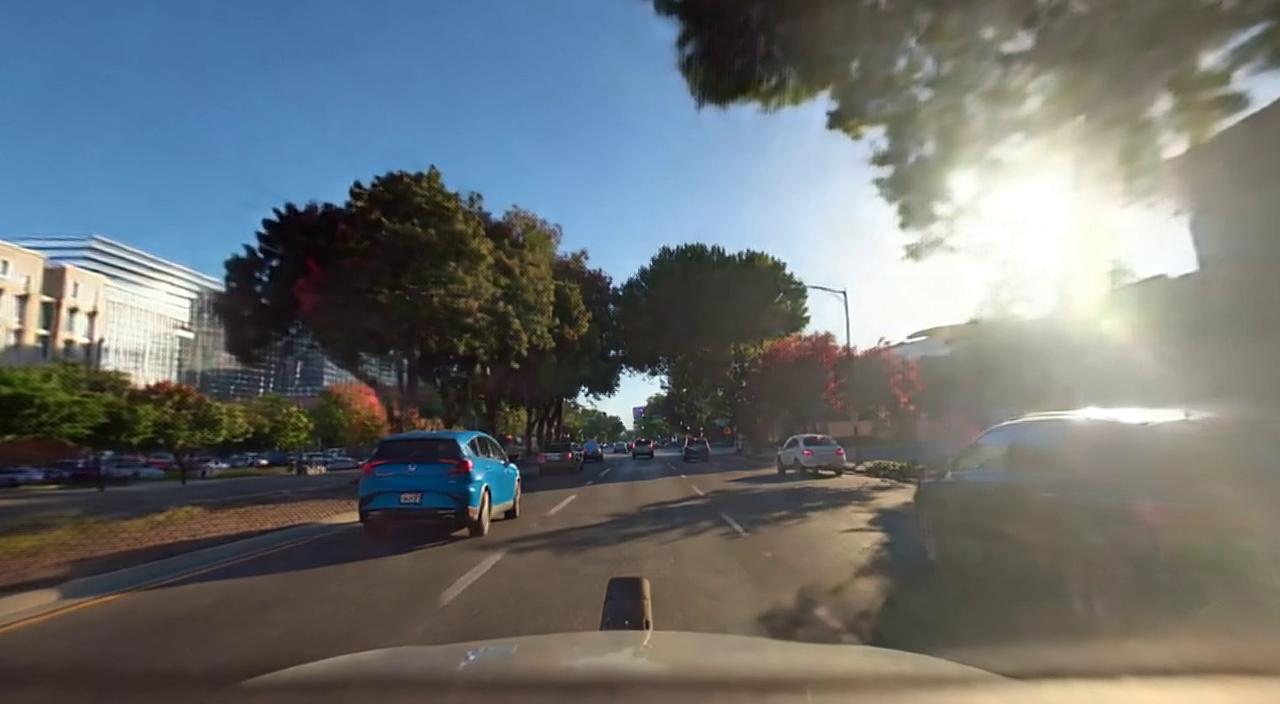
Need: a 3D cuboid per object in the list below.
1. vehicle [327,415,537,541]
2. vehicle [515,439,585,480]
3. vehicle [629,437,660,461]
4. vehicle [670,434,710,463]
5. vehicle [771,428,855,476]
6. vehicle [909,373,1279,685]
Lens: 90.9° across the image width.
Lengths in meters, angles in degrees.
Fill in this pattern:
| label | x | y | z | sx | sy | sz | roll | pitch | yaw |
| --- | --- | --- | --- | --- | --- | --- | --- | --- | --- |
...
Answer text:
| label | x | y | z | sx | sy | sz | roll | pitch | yaw |
| --- | --- | --- | --- | --- | --- | --- | --- | --- | --- |
| vehicle | -3.259 | 2.089 | 11.020 | 2.141 | 1.719 | 4.379 | 0 | -9 | 0 |
| vehicle | -3.453 | 4.244 | 25.019 | 2.036 | 1.465 | 4.301 | 0 | -9 | 1 |
| vehicle | 0.314 | 7.526 | 48.894 | 2.304 | 1.795 | 4.526 | 0 | -9 | 0 |
| vehicle | 3.269 | 6.501 | 42.293 | 2.178 | 1.804 | 4.766 | 0 | -9 | -1 |
| vehicle | 6.957 | 4.089 | 25.850 | 2.076 | 1.793 | 4.464 | 0 | -9 | -1 |
| vehicle | 4.323 | 1.275 | 5.649 | 2.088 | 1.666 | 4.512 | -1 | -9 | 4 |
